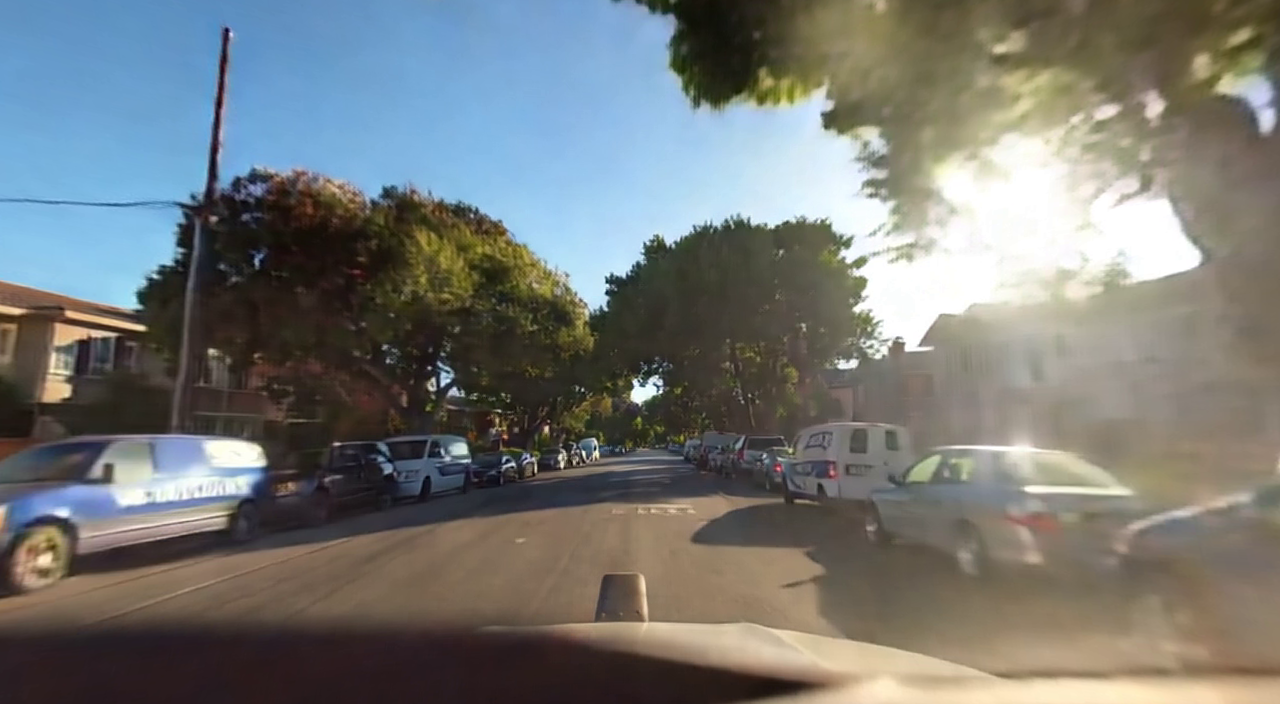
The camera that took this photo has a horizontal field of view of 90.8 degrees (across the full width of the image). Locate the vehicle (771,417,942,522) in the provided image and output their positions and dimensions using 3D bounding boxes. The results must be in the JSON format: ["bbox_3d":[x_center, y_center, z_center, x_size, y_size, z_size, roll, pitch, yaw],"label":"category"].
[{"bbox_3d":[4.351,2.463,13.776,1.985,1.819,5.163,0,-9,1],"label":"vehicle"}]

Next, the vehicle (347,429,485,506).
[{"bbox_3d":[-6.758,3.517,19.953,2.085,1.997,5.755,-2,-8,2],"label":"vehicle"}]

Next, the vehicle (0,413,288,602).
[{"bbox_3d":[-7.082,1.804,7.648,1.965,1.797,6.086,-3,-10,2],"label":"vehicle"}]

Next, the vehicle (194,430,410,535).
[{"bbox_3d":[-7.076,2.766,14.084,1.891,1.780,5.240,-3,-9,1],"label":"vehicle"}]

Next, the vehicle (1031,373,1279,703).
[{"bbox_3d":[4.021,0.853,2.305,1.903,1.714,5.092,0,-9,0],"label":"vehicle"}]
